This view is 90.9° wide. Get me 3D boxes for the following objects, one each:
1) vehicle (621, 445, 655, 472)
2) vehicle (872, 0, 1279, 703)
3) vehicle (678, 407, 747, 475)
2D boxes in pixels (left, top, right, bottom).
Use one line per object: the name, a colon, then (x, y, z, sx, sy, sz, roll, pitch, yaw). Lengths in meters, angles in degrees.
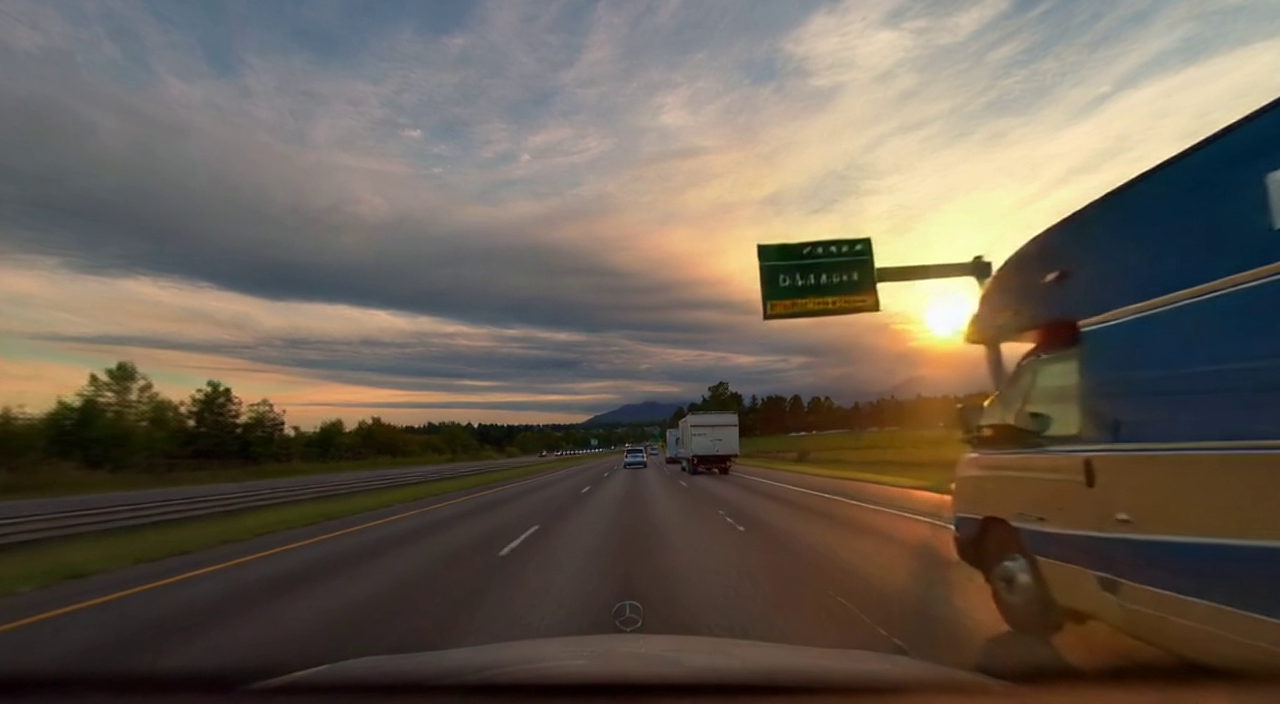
vehicle: (-0.143, 7.007, 41.742, 2.151, 1.678, 3.923, 0, -9, 0)
vehicle: (3.561, 0.080, 1.998, 2.698, 3.001, 7.323, 0, -9, -1)
vehicle: (4.027, 5.328, 37.291, 2.931, 3.530, 8.760, 0, -9, 0)
